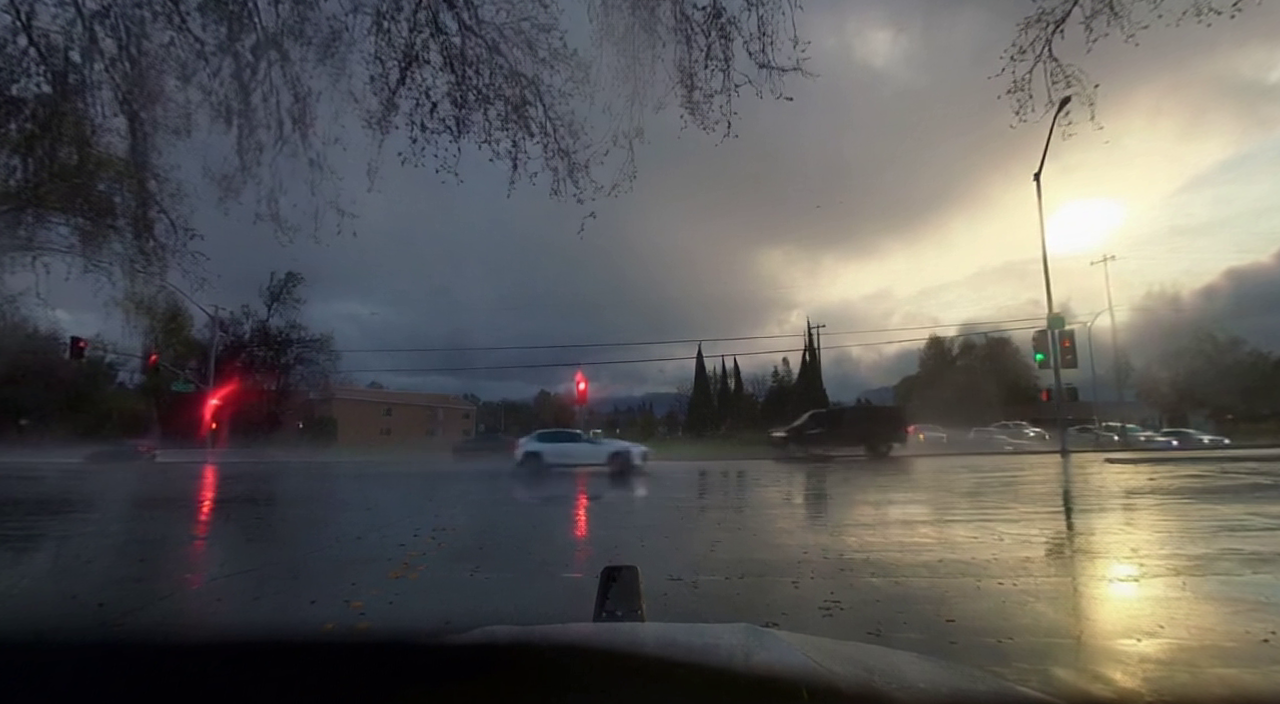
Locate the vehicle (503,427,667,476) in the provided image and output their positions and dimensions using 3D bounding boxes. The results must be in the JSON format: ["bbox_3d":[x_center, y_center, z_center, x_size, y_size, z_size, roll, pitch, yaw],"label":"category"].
[{"bbox_3d":[-1.692,3.186,20.257,4.836,1.445,2.057,-2,-9,10],"label":"vehicle"}]

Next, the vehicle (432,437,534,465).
[{"bbox_3d":[-8.311,5.259,33.640,4.860,1.441,1.934,-2,-9,11],"label":"vehicle"}]

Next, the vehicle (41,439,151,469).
[{"bbox_3d":[-30.158,5.645,35.081,4.677,1.593,2.029,-2,-9,10],"label":"vehicle"}]

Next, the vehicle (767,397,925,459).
[{"bbox_3d":[11.014,4.203,34.580,7.790,3.197,2.653,-2,-9,10],"label":"vehicle"}]

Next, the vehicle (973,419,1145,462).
[{"bbox_3d":[15.024,3.217,22.943,4.749,1.461,1.892,-1,-9,9],"label":"vehicle"}]

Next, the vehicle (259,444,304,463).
[{"bbox_3d":[-28.055,7.917,49.536,2.235,1.417,4.272,3,-9,-19],"label":"vehicle"}]
